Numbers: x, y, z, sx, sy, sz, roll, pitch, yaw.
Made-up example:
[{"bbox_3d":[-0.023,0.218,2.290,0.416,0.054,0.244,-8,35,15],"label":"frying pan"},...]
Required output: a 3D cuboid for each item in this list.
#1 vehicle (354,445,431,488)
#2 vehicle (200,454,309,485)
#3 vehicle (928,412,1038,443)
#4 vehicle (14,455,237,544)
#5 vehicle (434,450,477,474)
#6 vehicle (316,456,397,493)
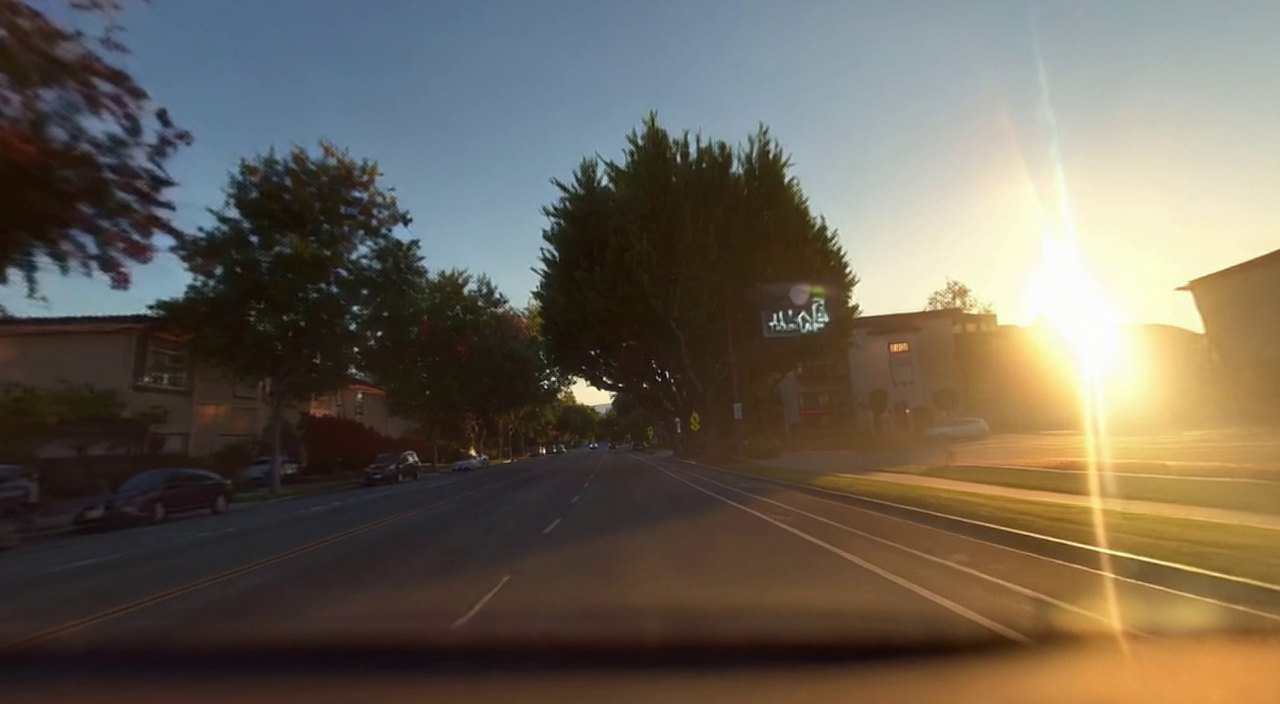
[{"bbox_3d":[-13.267,6.134,34.216,2.351,1.905,5.138,-4,-9,-4],"label":"vehicle"},{"bbox_3d":[-25.409,7.717,41.786,5.661,1.896,2.302,0,-8,-2],"label":"vehicle"},{"bbox_3d":[23.879,5.357,44.264,2.392,1.996,6.238,5,-10,-33],"label":"vehicle"},{"bbox_3d":[-12.490,3.535,15.840,2.076,1.681,4.423,-4,-8,-3],"label":"vehicle"},{"bbox_3d":[-13.673,8.180,47.214,1.897,1.564,4.875,0,-8,-2],"label":"vehicle"},{"bbox_3d":[-12.935,5.602,29.155,1.958,1.457,4.254,0,-8,-3],"label":"vehicle"}]
